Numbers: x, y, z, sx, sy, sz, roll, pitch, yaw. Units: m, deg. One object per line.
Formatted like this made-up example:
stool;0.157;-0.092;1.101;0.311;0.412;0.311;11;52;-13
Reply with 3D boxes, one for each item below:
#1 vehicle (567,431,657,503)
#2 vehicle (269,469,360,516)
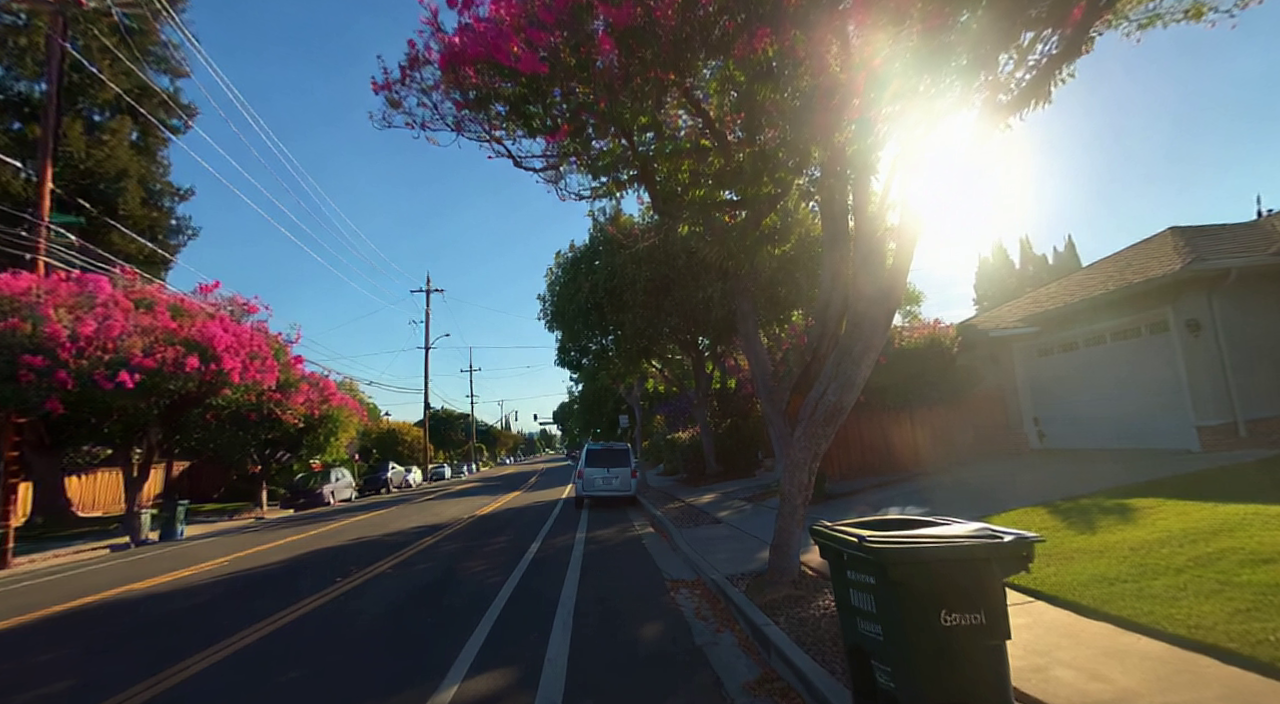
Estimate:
vehicle;-0.825;3.080;17.386;2.190;1.708;4.115;0;-8;-4
vehicle;-13.763;5.921;26.985;1.982;1.660;4.142;1;-8;-6
